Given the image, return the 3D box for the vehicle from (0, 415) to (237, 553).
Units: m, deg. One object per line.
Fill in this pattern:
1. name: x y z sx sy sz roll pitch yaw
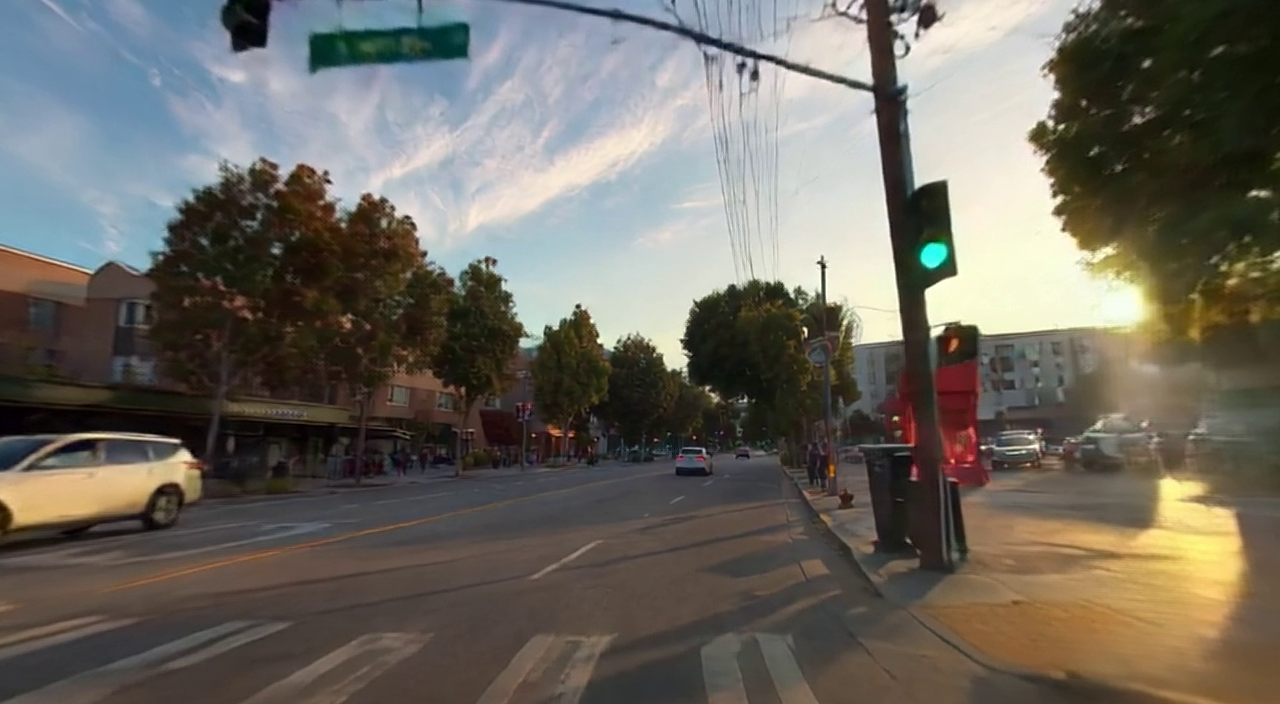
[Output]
1. vehicle: -8.722 1.893 9.487 2.017 1.684 4.483 -1 -9 7

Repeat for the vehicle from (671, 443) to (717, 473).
1. vehicle: 3.353 6.458 38.755 2.101 1.721 4.364 -2 -9 14
